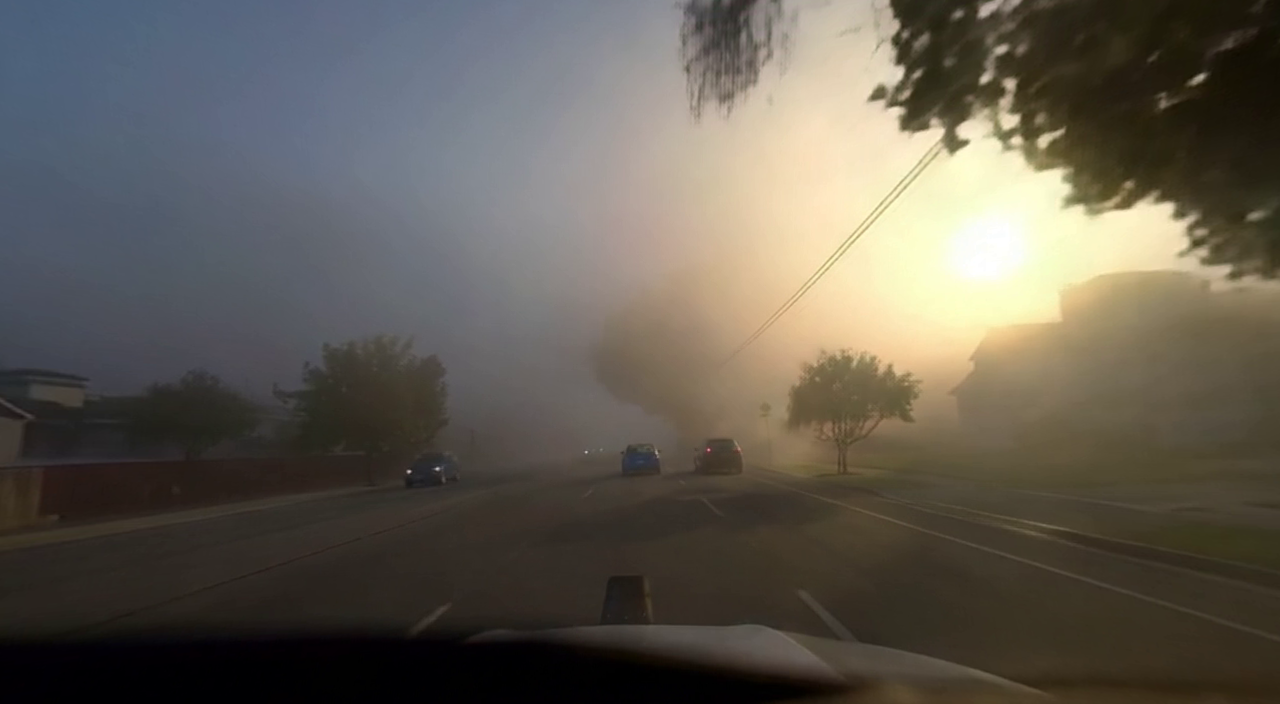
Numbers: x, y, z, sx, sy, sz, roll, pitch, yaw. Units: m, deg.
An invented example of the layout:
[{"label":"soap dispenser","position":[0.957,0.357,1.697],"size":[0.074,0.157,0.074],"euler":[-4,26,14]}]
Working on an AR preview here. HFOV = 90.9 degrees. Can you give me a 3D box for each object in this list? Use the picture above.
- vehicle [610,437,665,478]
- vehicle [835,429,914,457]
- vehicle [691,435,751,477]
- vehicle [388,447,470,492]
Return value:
[{"label":"vehicle","position":[-0.124,4.585,27.601],"size":[2.200,1.653,4.127],"euler":[0,-8,0]},{"label":"vehicle","position":[15.337,5.997,41.376],"size":[4.378,1.754,2.007],"euler":[1,-9,1]},{"label":"vehicle","position":[3.478,4.578,28.007],"size":[2.024,1.711,4.512],"euler":[0,-8,-1]},{"label":"vehicle","position":[-9.526,5.287,28.887],"size":[2.101,1.703,4.481],"euler":[-5,-9,1]}]
